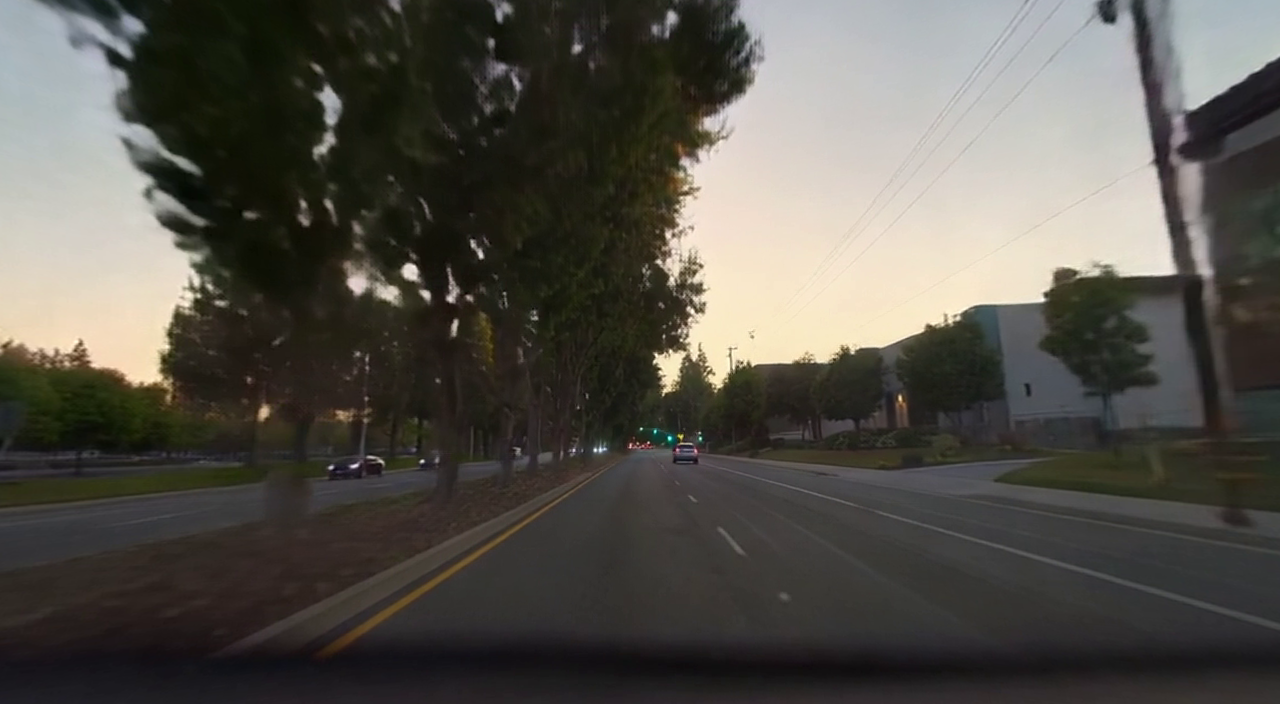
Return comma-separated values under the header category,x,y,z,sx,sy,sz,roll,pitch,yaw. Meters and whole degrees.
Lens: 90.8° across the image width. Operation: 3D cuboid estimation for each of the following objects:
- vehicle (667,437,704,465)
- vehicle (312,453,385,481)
category,x,y,z,sx,sy,sz,roll,pitch,yaw
vehicle,3.139,6.987,44.692,2.085,1.828,5.383,0,-8,-1
vehicle,-16.838,6.638,36.743,1.908,1.445,4.730,0,-8,1
